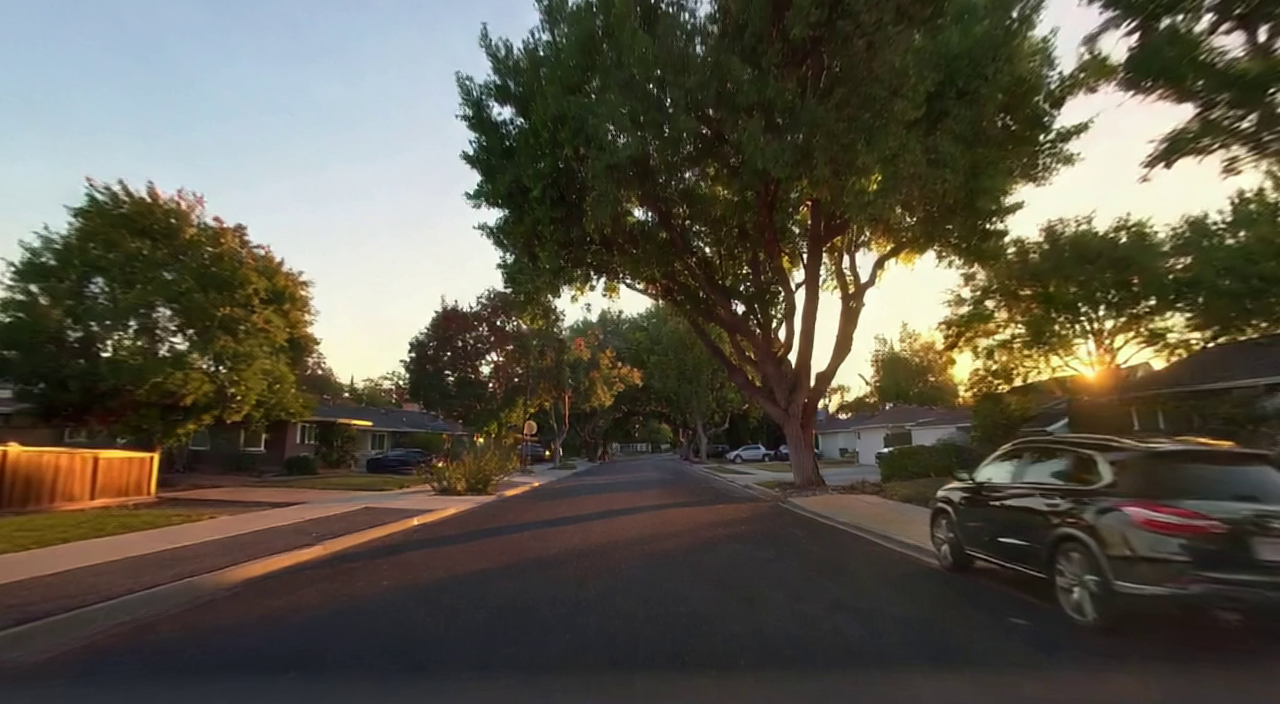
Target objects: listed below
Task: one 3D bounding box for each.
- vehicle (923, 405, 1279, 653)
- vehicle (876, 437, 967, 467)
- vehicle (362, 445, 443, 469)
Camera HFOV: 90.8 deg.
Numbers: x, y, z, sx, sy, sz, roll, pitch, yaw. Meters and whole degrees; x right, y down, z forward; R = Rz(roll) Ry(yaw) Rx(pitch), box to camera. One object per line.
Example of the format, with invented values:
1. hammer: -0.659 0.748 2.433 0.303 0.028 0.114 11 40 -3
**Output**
1. vehicle: 4.843 1.516 6.500 1.948 1.686 4.224 0 -8 1
2. vehicle: 16.820 5.951 37.867 4.495 1.724 1.943 0 -8 -3
3. vehicle: -14.089 6.244 37.630 4.138 1.355 1.808 0 -8 0
